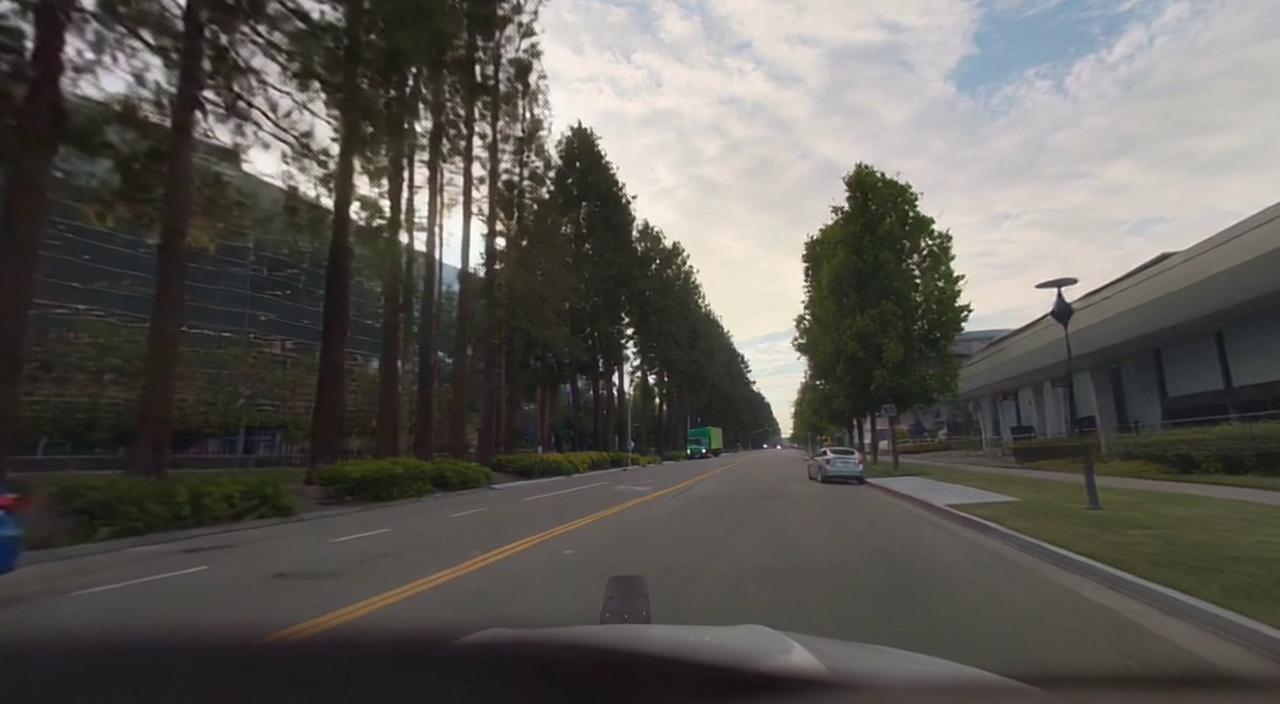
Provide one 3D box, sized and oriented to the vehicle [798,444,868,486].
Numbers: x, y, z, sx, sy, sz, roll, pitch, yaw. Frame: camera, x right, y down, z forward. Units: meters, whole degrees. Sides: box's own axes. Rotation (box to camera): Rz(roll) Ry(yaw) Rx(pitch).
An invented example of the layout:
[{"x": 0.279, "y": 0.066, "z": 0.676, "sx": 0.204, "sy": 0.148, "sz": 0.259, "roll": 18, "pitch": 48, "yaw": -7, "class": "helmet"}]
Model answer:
[{"x": 7.566, "y": 4.450, "z": 25.173, "sx": 2.098, "sy": 1.509, "sz": 4.389, "roll": -2, "pitch": -9, "yaw": 10, "class": "vehicle"}]
